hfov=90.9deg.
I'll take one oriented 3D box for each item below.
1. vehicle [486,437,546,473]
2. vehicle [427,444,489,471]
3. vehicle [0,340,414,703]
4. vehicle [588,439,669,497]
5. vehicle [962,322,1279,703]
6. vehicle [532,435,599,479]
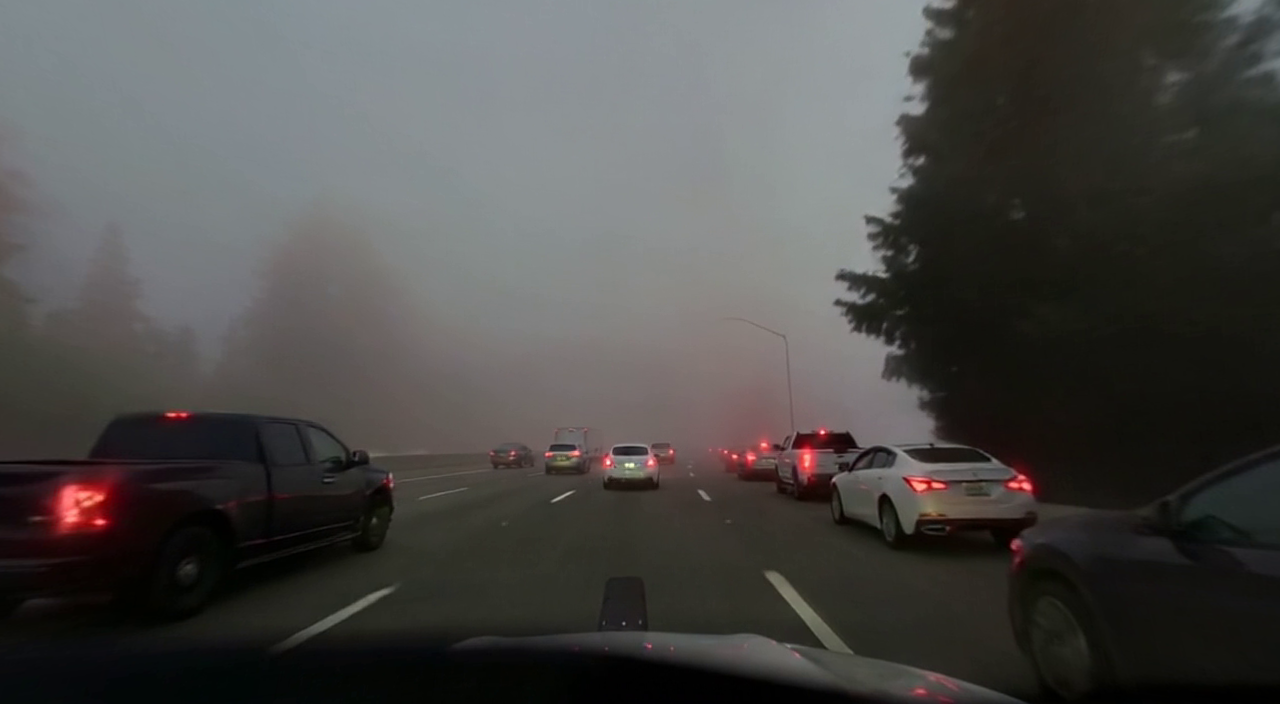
[{"bbox_3d":[-6.394,5.349,32.936,2.023,1.693,4.386,-1,-8,3],"label":"vehicle"},{"bbox_3d":[-10.504,6.110,36.817,1.903,1.460,4.958,-1,-8,4],"label":"vehicle"},{"bbox_3d":[-4.080,1.213,5.437,2.110,1.811,5.585,0,-8,1],"label":"vehicle"},{"bbox_3d":[-0.237,3.250,18.136,2.070,1.456,4.029,0,-8,2],"label":"vehicle"},{"bbox_3d":[2.743,0.633,1.020,1.964,1.631,4.837,0,-8,1],"label":"vehicle"},{"bbox_3d":[-3.079,4.467,27.111,2.153,1.726,4.546,-1,-8,3],"label":"vehicle"}]
